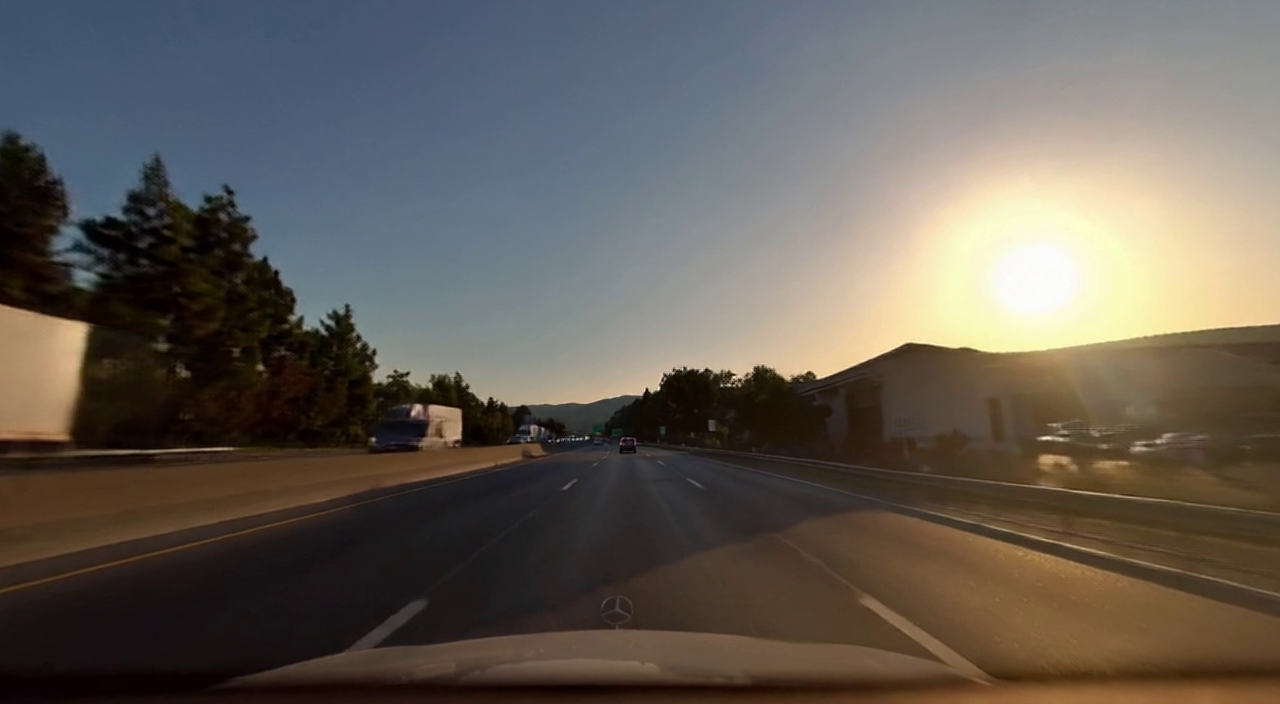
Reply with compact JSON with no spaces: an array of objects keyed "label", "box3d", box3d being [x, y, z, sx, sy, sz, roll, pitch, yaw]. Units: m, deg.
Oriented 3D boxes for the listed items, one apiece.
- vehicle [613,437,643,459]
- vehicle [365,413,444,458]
[{"label":"vehicle","box3d":[-0.945,7.060,46.402,2.099,1.504,3.843,0,-8,-2]},{"label":"vehicle","box3d":[-13.096,4.753,35.540,2.372,2.286,5.793,0,-8,-2]}]
